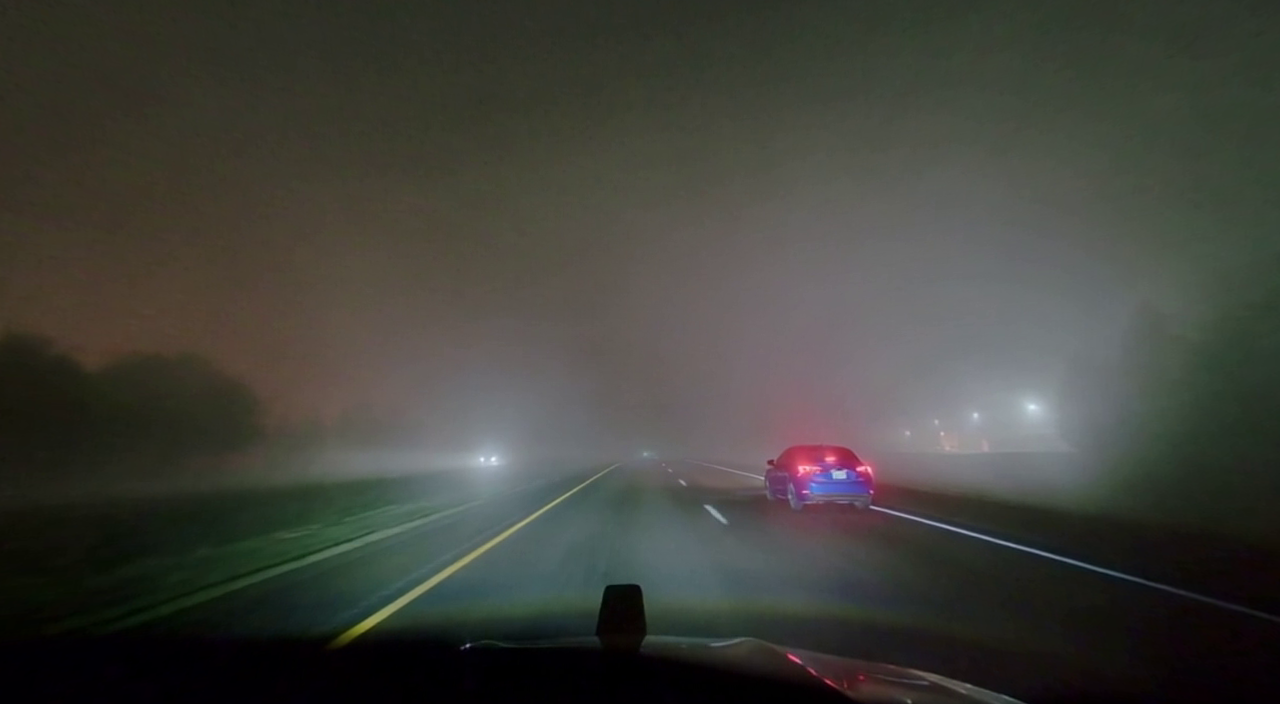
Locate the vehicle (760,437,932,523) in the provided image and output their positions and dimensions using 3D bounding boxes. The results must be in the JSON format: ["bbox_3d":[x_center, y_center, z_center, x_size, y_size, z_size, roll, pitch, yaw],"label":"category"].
[{"bbox_3d":[4.116,2.631,13.629,2.053,1.490,4.799,0,-8,0],"label":"vehicle"}]
